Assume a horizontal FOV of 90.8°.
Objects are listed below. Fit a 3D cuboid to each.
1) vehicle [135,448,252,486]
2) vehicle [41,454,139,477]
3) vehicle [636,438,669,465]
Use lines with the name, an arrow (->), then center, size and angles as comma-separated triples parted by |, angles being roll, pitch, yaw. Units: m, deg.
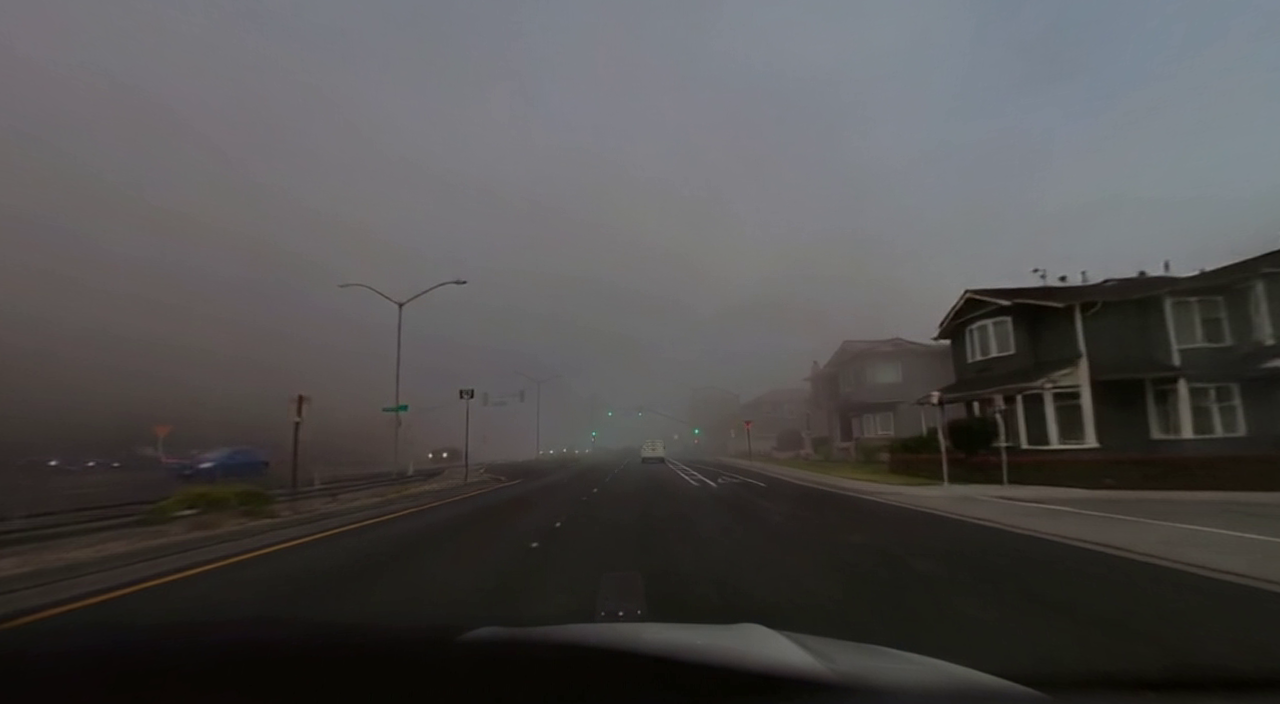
vehicle -> -19.454, 4.989, 27.797 | 1.950, 1.493, 4.351 | 0, -8, 0
vehicle -> -35.279, 7.270, 40.643 | 1.779, 1.357, 4.291 | -3, -9, 23
vehicle -> 0.884, 7.399, 47.058 | 2.273, 1.851, 5.075 | 0, -8, -1
